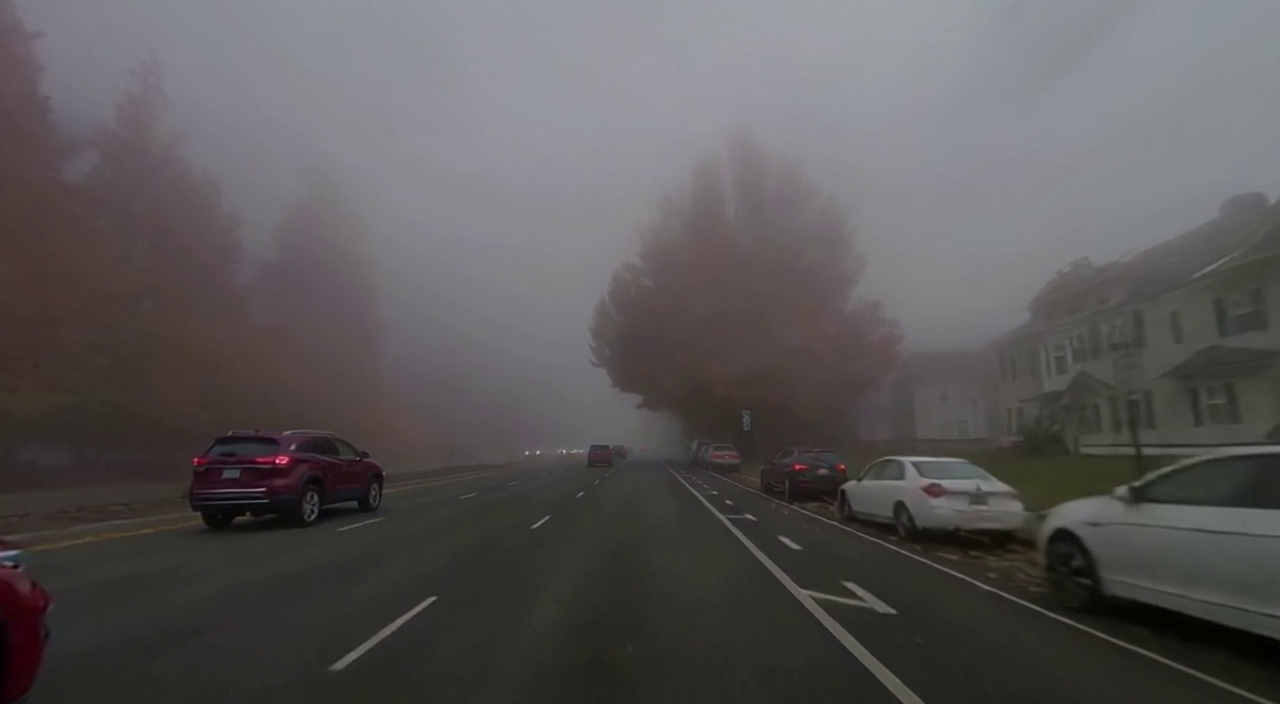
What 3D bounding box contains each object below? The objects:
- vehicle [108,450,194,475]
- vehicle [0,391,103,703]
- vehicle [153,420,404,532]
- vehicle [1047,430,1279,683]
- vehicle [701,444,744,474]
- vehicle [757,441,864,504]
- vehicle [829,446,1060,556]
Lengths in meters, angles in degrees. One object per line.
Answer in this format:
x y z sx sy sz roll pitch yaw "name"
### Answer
-34.386 7.787 44.345 4.273 1.679 1.987 1 -9 -4 "vehicle"
-3.146 0.577 0.181 1.982 1.478 4.465 0 -9 1 "vehicle"
-6.482 2.270 12.096 2.034 1.711 4.512 0 -9 1 "vehicle"
4.827 1.203 3.540 1.952 1.505 4.713 0 -9 1 "vehicle"
4.859 6.353 37.684 1.950 1.668 4.414 1 -9 -1 "vehicle"
4.904 3.522 18.837 1.934 1.612 4.477 1 -9 0 "vehicle"
4.809 2.371 10.814 1.824 1.453 4.374 0 -9 1 "vehicle"
